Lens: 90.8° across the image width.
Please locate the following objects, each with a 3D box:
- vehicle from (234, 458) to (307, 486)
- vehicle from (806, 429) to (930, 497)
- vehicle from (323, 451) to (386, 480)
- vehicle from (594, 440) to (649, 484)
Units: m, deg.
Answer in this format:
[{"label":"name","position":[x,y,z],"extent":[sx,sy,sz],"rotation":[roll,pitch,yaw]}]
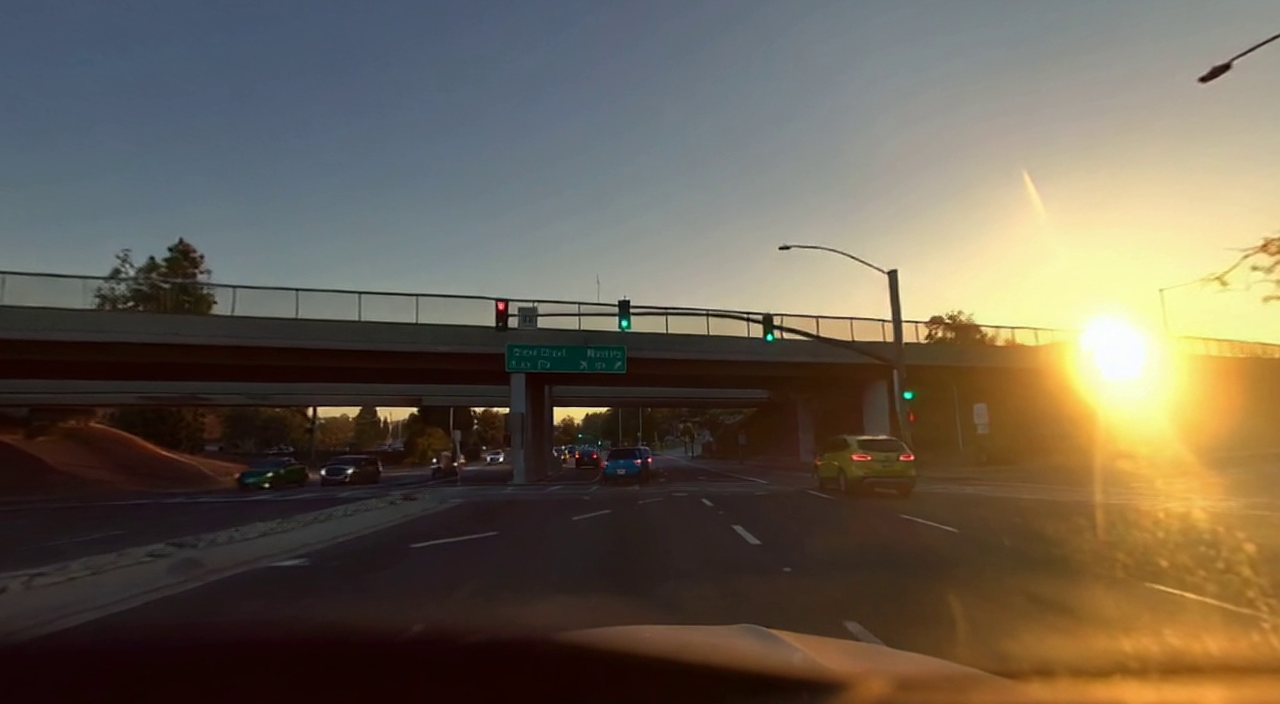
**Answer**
[{"label":"vehicle","position":[-23.249,7.525,39.996],"extent":[1.849,1.539,4.665],"rotation":[0,-8,-1]},{"label":"vehicle","position":[6.683,3.286,19.114],"extent":[2.074,1.785,4.320],"rotation":[0,-8,-1]},{"label":"vehicle","position":[-19.255,7.632,42.832],"extent":[1.990,1.789,4.973],"rotation":[0,-8,-1]},{"label":"vehicle","position":[-0.708,4.821,28.006],"extent":[2.060,1.768,4.681],"rotation":[-1,-8,3]}]
